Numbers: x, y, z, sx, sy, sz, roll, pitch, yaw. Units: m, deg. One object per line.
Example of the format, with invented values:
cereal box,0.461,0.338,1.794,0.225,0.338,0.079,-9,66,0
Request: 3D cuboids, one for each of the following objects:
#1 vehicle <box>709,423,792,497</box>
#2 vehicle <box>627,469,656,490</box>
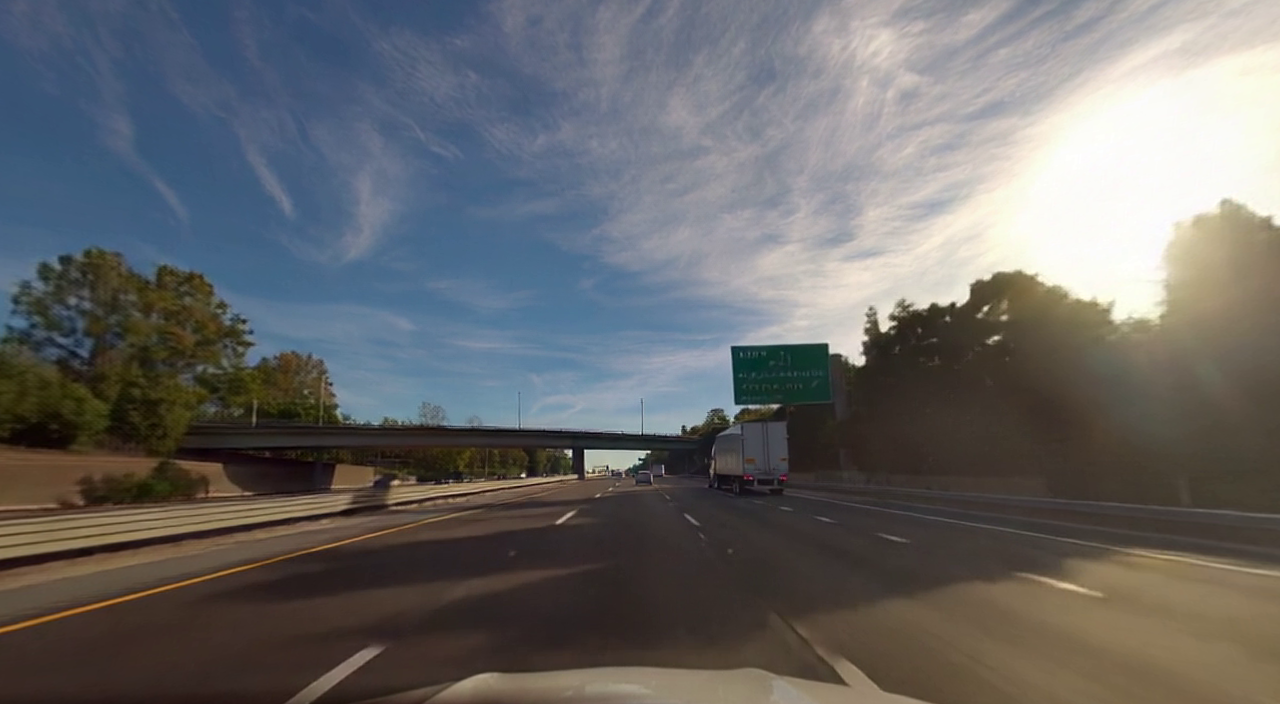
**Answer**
vehicle,6.983,7.365,42.413,2.926,4.073,13.836,1,-11,-1
vehicle,0.090,9.364,46.350,2.029,1.459,3.684,1,-11,-1
